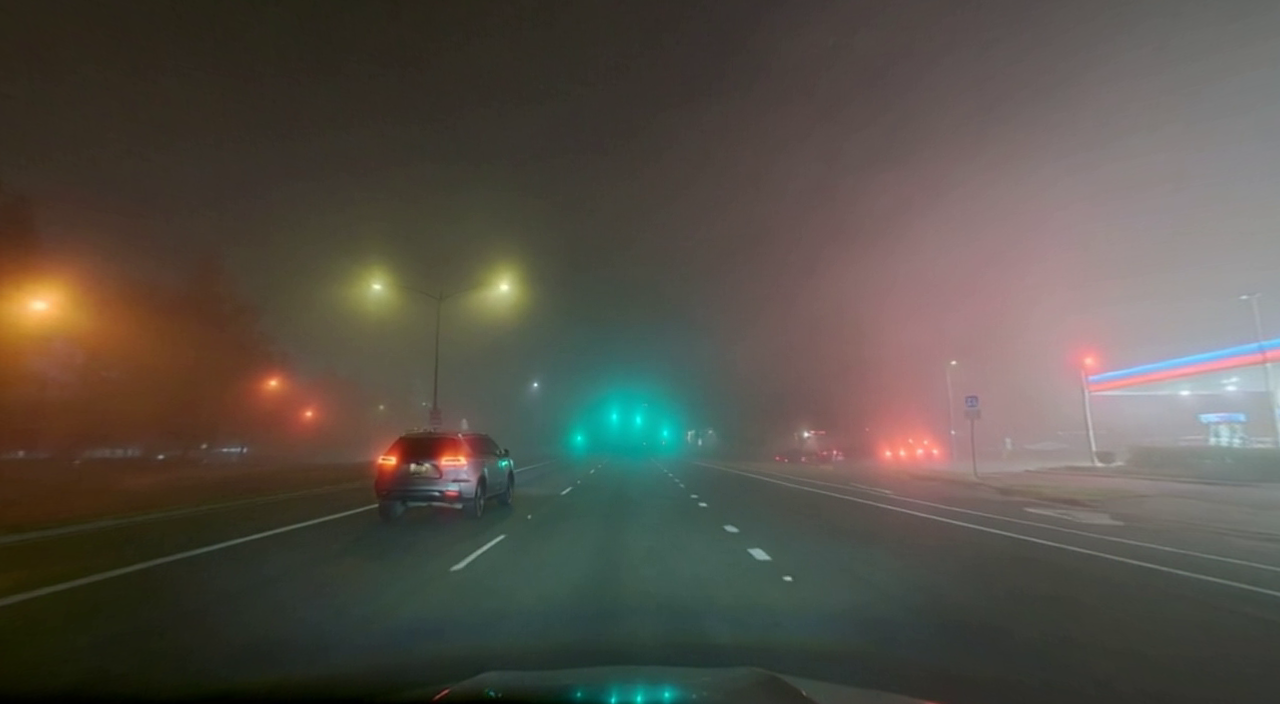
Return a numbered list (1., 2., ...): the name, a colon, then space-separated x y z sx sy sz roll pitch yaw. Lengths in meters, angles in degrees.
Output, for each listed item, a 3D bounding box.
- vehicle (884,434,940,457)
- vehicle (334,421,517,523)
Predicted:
1. vehicle: 18.255 6.291 42.430 1.831 1.442 5.072 -1 -9 4
2. vehicle: -3.986 2.323 12.716 2.039 1.656 4.710 0 -8 0
